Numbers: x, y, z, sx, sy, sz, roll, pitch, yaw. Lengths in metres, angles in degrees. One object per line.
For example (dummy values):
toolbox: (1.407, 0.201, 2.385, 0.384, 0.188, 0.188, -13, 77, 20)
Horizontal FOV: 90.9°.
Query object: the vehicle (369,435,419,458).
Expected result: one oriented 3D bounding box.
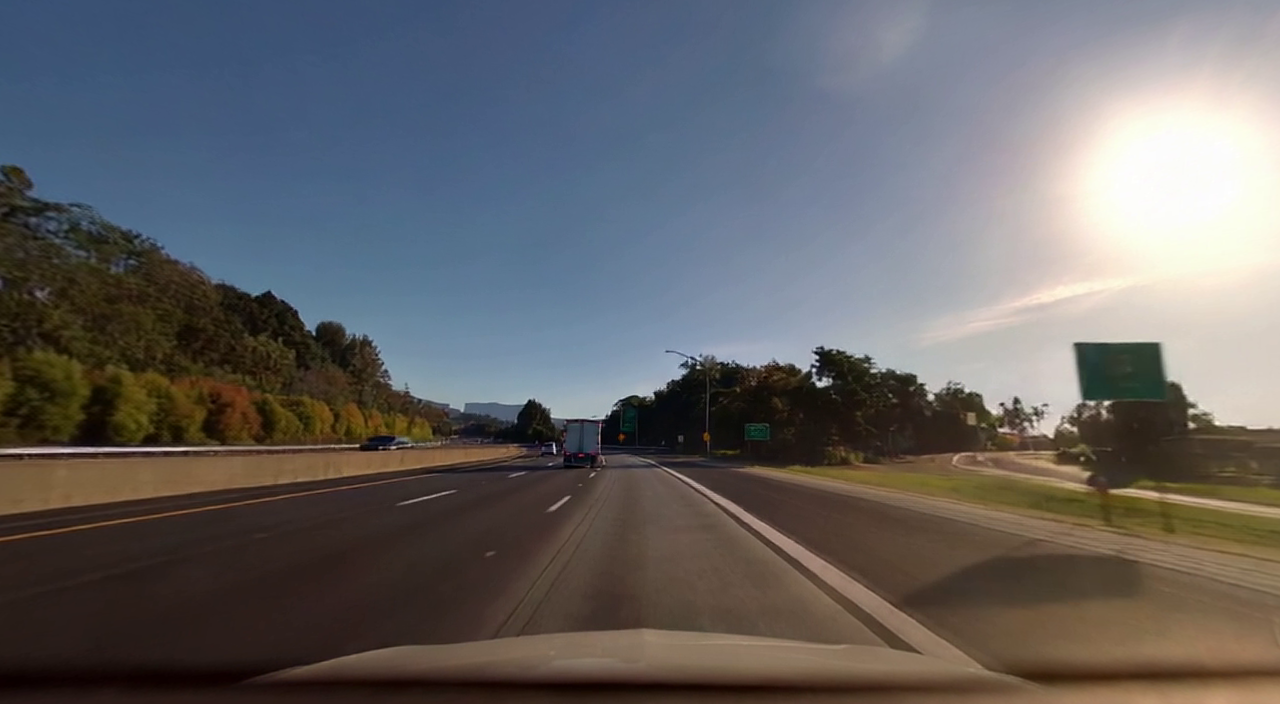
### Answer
vehicle: (-19.351, 7.466, 49.812, 2.093, 1.664, 4.978, 0, -8, -3)
